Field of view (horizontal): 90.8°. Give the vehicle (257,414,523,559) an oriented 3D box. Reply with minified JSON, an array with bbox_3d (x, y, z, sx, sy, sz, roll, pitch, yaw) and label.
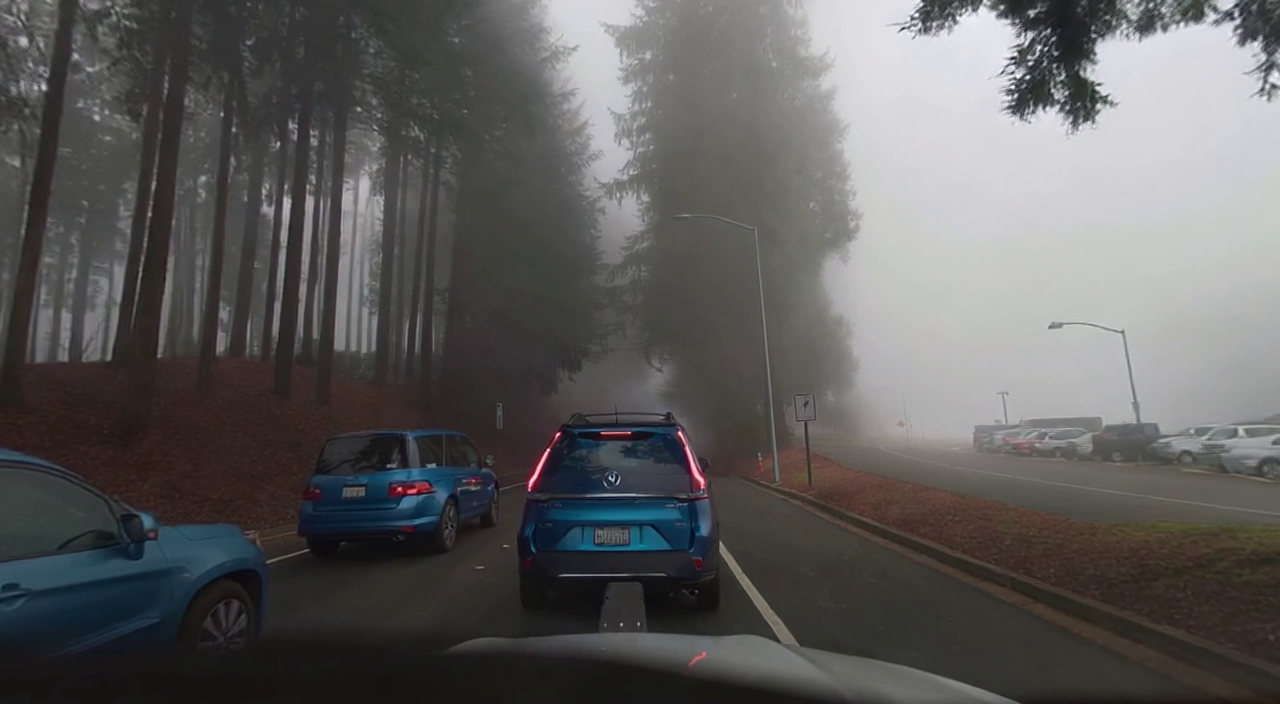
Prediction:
[{"bbox_3d":[-3.476,1.972,10.049,2.188,1.745,4.618,0,-8,2],"label":"vehicle"}]

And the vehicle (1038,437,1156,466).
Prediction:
[{"bbox_3d":[28.485,6.190,39.483,5.955,1.702,2.166,1,-8,-6],"label":"vehicle"}]

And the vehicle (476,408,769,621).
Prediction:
[{"bbox_3d":[-0.034,1.523,6.833,2.229,1.591,3.897,-1,-8,3],"label":"vehicle"}]

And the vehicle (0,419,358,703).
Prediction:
[{"bbox_3d":[-3.658,1.163,3.623,1.922,1.464,4.424,0,-8,2],"label":"vehicle"}]
